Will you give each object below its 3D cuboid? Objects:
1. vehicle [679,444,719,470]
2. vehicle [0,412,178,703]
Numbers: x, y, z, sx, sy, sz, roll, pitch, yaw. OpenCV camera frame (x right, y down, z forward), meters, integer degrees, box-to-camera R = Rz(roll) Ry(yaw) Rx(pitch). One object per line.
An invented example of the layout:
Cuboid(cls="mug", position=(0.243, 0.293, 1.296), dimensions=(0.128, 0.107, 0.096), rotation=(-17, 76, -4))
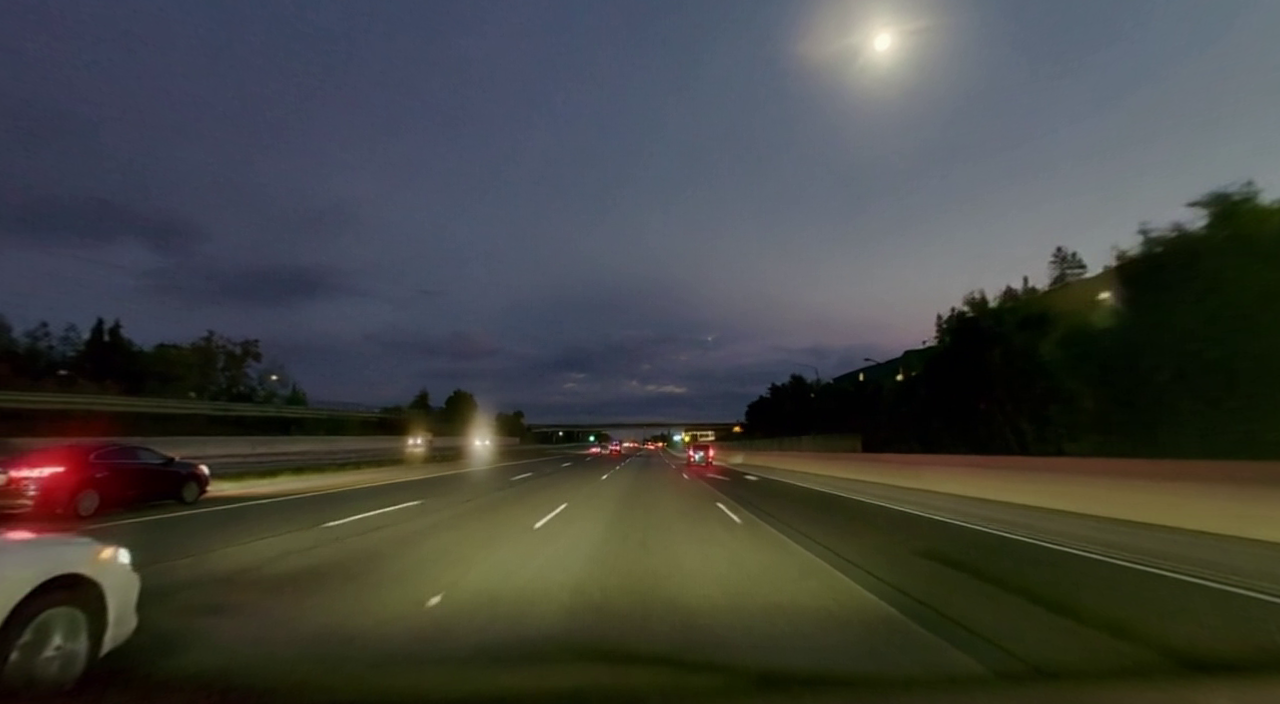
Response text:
Cuboid(cls="vehicle", position=(3.647, 6.543, 39.730), dimensions=(2.059, 1.509, 4.670), rotation=(0, -8, 0))
Cuboid(cls="vehicle", position=(-3.820, 0.840, 1.584), dimensions=(1.990, 1.477, 4.308), rotation=(0, -8, 1))
